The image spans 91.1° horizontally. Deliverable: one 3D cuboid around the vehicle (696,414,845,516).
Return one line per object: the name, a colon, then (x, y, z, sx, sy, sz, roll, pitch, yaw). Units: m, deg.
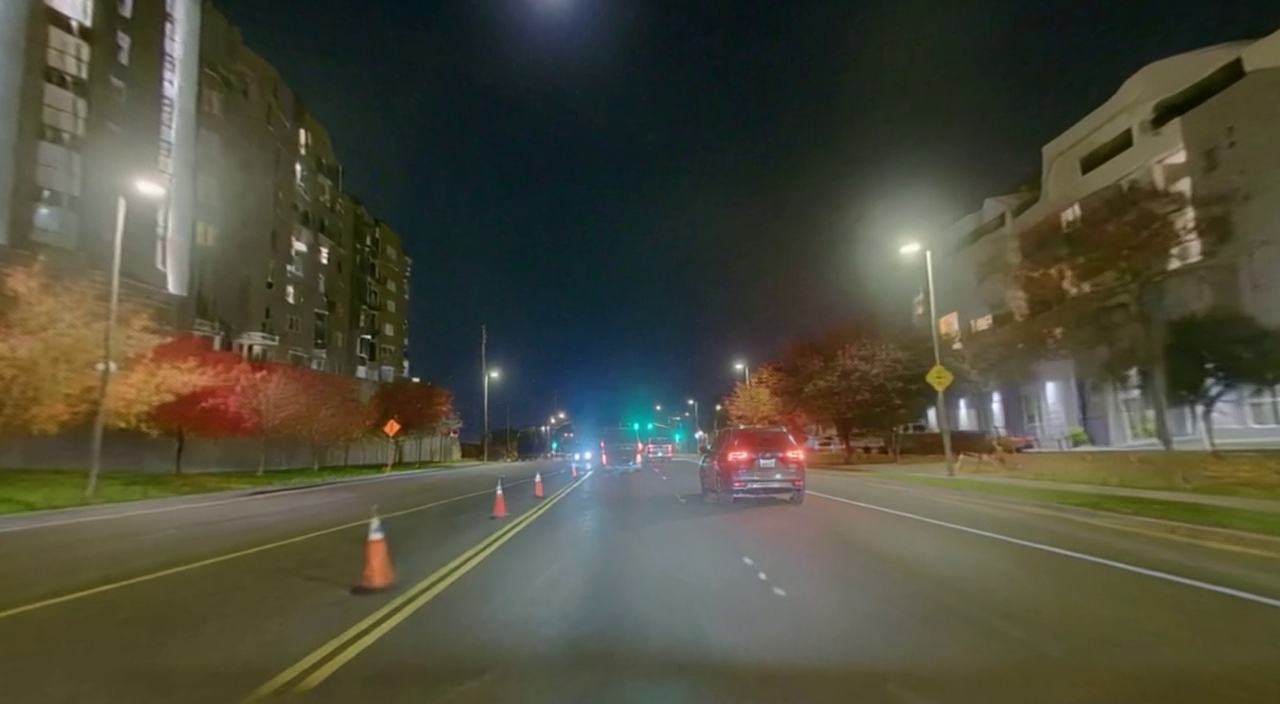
vehicle: (2.618, 2.461, 14.199, 2.120, 1.828, 5.531, 0, -8, -1)

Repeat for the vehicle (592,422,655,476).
vehicle: (-0.757, 4.747, 30.843, 2.762, 2.309, 6.723, 0, -8, -1)
